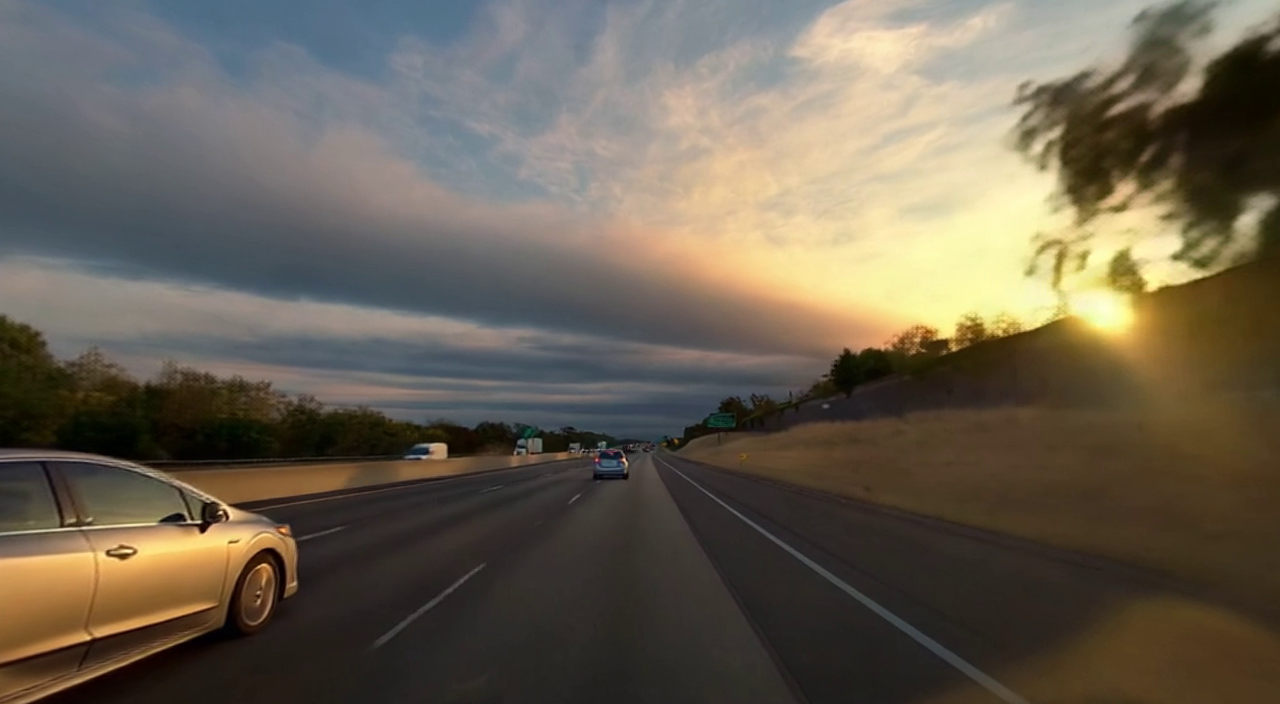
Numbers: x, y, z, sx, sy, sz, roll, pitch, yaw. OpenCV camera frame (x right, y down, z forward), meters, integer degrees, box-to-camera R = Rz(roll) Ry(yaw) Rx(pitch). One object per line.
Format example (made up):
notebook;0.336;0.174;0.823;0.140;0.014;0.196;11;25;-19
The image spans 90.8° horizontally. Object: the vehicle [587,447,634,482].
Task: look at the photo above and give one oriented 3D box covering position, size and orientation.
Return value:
vehicle;-1.303;5.250;29.584;1.908;1.515;3.871;0;-9;1
